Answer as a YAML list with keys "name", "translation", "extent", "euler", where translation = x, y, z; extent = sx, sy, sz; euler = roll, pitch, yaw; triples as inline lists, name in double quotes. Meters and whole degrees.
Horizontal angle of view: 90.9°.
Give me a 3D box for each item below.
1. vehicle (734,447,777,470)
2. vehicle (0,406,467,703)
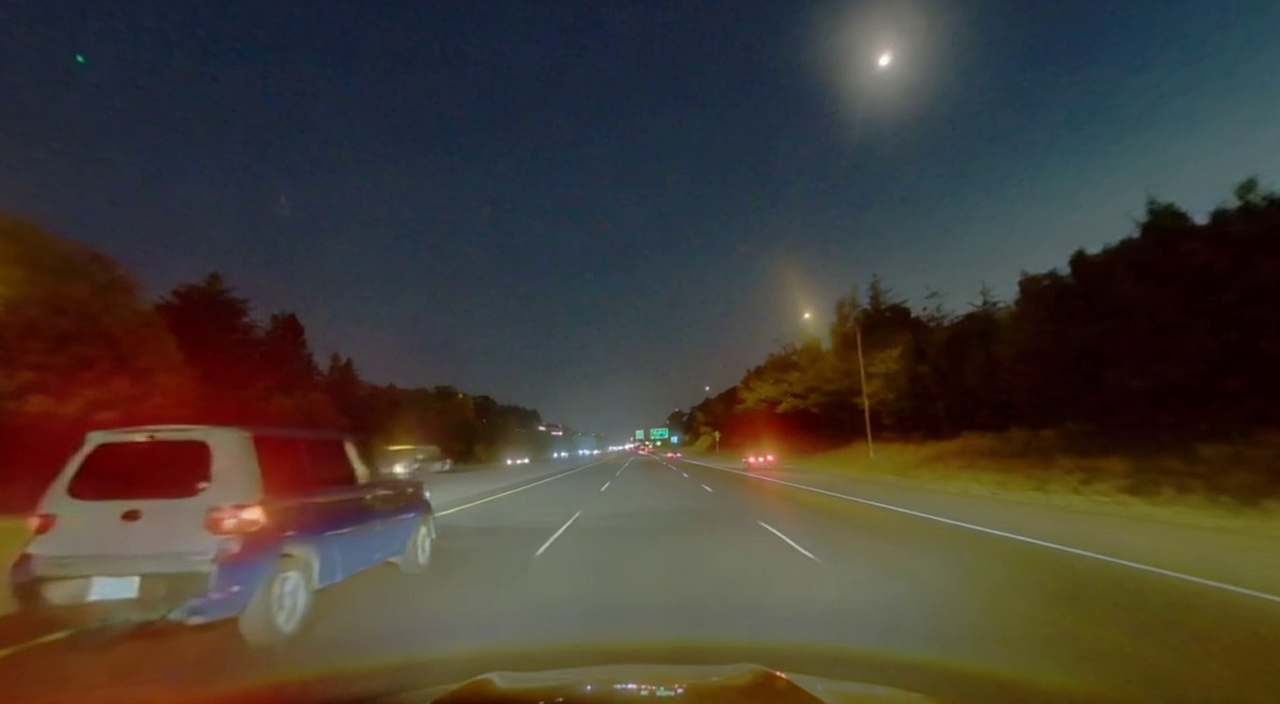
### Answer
- name: "vehicle"
  translation: [7.798, 7.231, 42.909]
  extent: [1.943, 1.493, 4.507]
  euler: [0, -9, -1]
- name: "vehicle"
  translation: [-3.221, 1.393, 5.427]
  extent: [2.191, 1.563, 4.318]
  euler: [0, -9, 1]
